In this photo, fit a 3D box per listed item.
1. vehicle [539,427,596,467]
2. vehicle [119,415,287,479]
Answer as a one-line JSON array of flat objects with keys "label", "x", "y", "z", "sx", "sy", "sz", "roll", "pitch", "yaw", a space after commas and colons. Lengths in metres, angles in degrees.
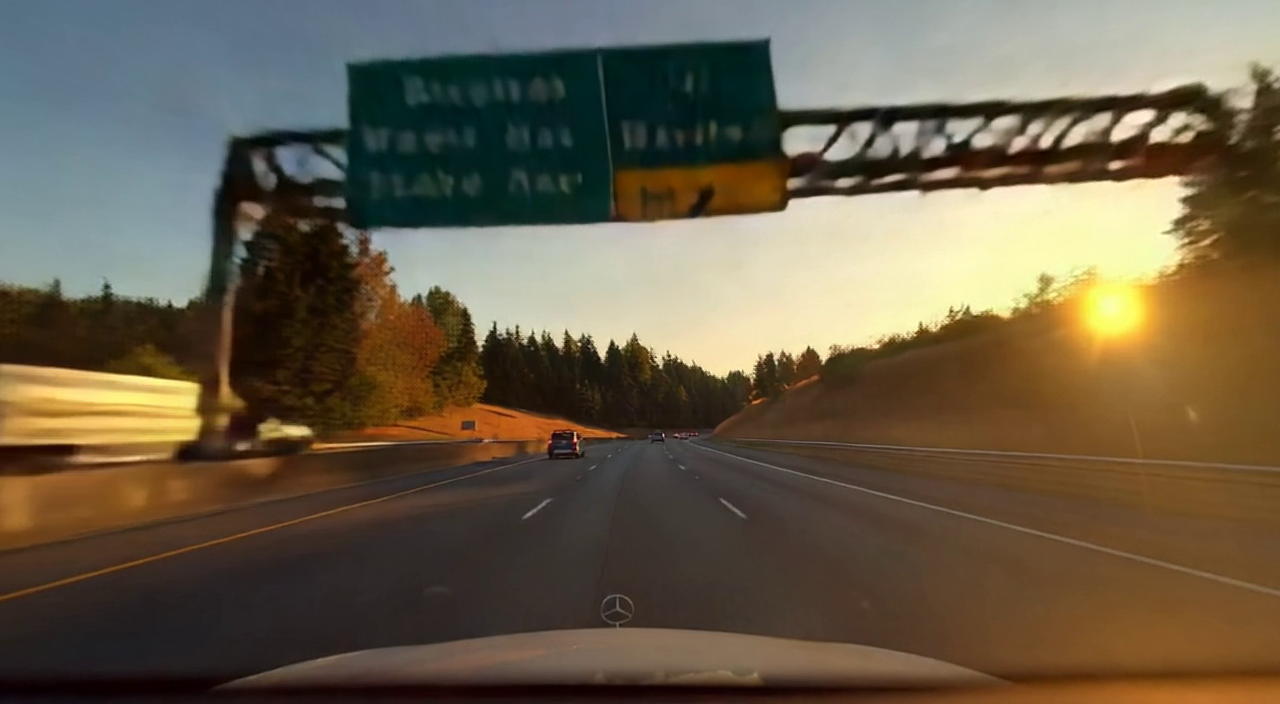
[{"label": "vehicle", "x": -3.221, "y": 4.298, "z": 28.686, "sx": 2.084, "sy": 1.654, "sz": 4.080, "roll": 0, "pitch": -8, "yaw": 0}, {"label": "vehicle", "x": -16.591, "y": 3.640, "z": 24.501, "sx": 2.299, "sy": 2.146, "sz": 5.917, "roll": 0, "pitch": -8, "yaw": 0}]
